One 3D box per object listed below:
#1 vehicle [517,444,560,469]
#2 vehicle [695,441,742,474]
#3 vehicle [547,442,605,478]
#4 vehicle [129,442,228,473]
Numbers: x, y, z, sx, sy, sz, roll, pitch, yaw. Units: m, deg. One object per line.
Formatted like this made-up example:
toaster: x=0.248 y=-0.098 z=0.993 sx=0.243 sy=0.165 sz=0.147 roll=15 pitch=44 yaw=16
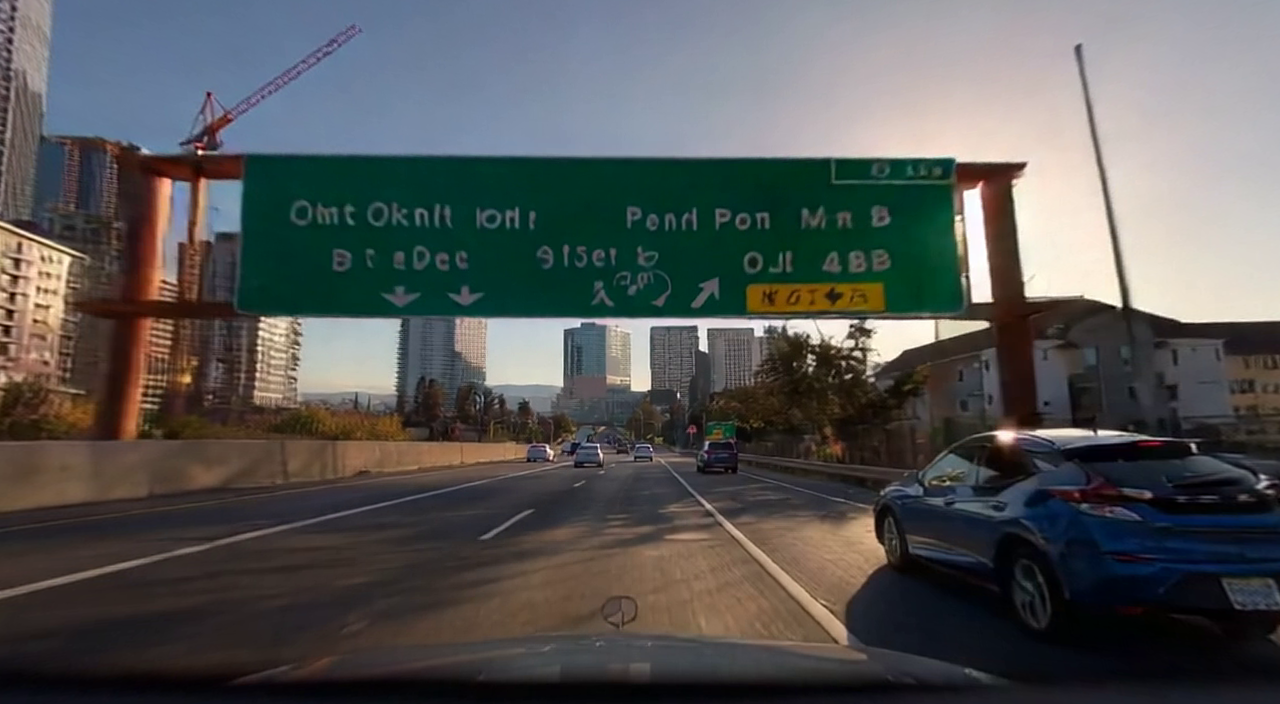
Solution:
vehicle: x=-6.569 y=6.829 z=41.329 sx=1.951 sy=1.528 sz=4.209 roll=-1 pitch=-8 yaw=3
vehicle: x=3.985 y=5.413 z=32.671 sx=1.978 sy=1.602 sz=4.092 roll=0 pitch=-8 yaw=1
vehicle: x=-2.860 y=4.961 z=29.213 sx=2.136 sy=1.512 sz=4.488 roll=-1 pitch=-8 yaw=1
vehicle: x=-26.863 y=6.124 z=37.021 sx=1.961 sy=1.662 sz=4.896 roll=-1 pitch=-9 yaw=3
